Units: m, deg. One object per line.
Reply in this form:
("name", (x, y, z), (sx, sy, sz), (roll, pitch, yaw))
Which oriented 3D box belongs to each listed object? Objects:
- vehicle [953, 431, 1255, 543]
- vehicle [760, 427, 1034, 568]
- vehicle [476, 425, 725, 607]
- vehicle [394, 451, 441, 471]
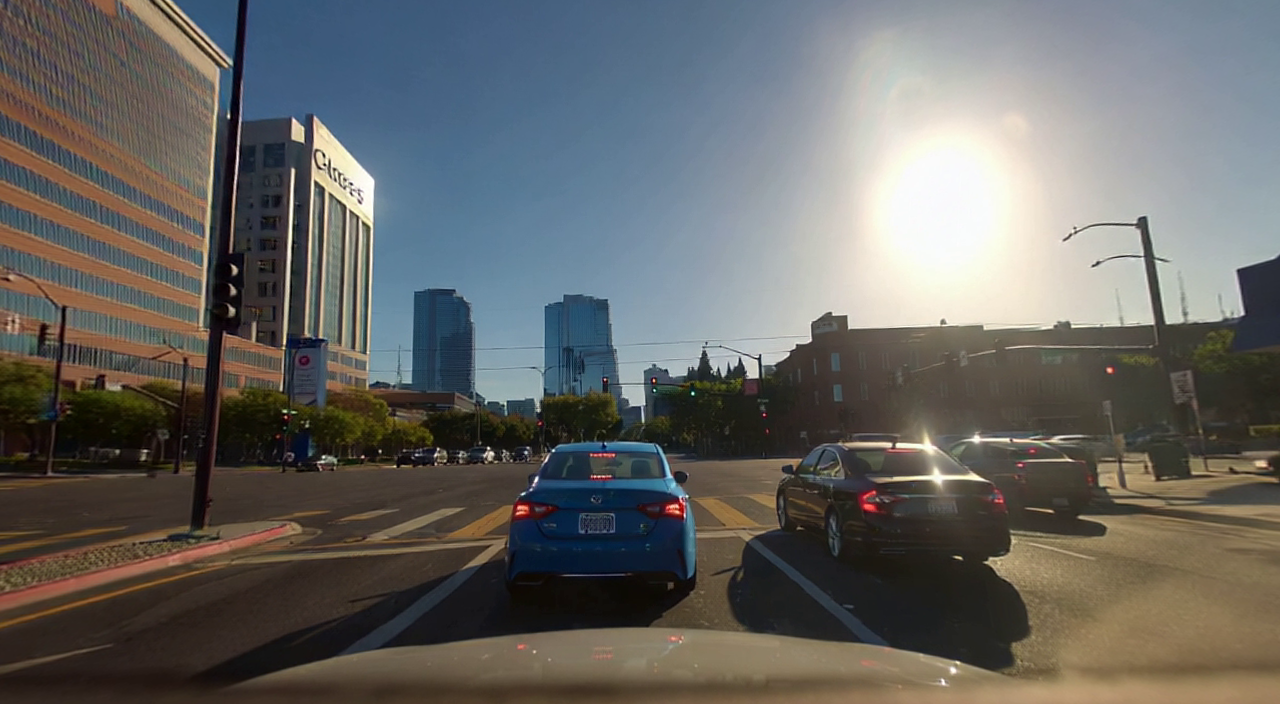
("vehicle", (7.434, 2.167, 10.796), (1.908, 1.517, 4.182), (0, -8, -1))
("vehicle", (3.206, 1.890, 8.977), (2.042, 1.508, 4.109), (0, -8, -2))
("vehicle", (-0.376, 1.655, 7.294), (2.059, 1.477, 3.988), (0, -8, -1))
("vehicle", (-17.139, 8.383, 48.688), (2.048, 1.463, 4.530), (0, -8, -1))
